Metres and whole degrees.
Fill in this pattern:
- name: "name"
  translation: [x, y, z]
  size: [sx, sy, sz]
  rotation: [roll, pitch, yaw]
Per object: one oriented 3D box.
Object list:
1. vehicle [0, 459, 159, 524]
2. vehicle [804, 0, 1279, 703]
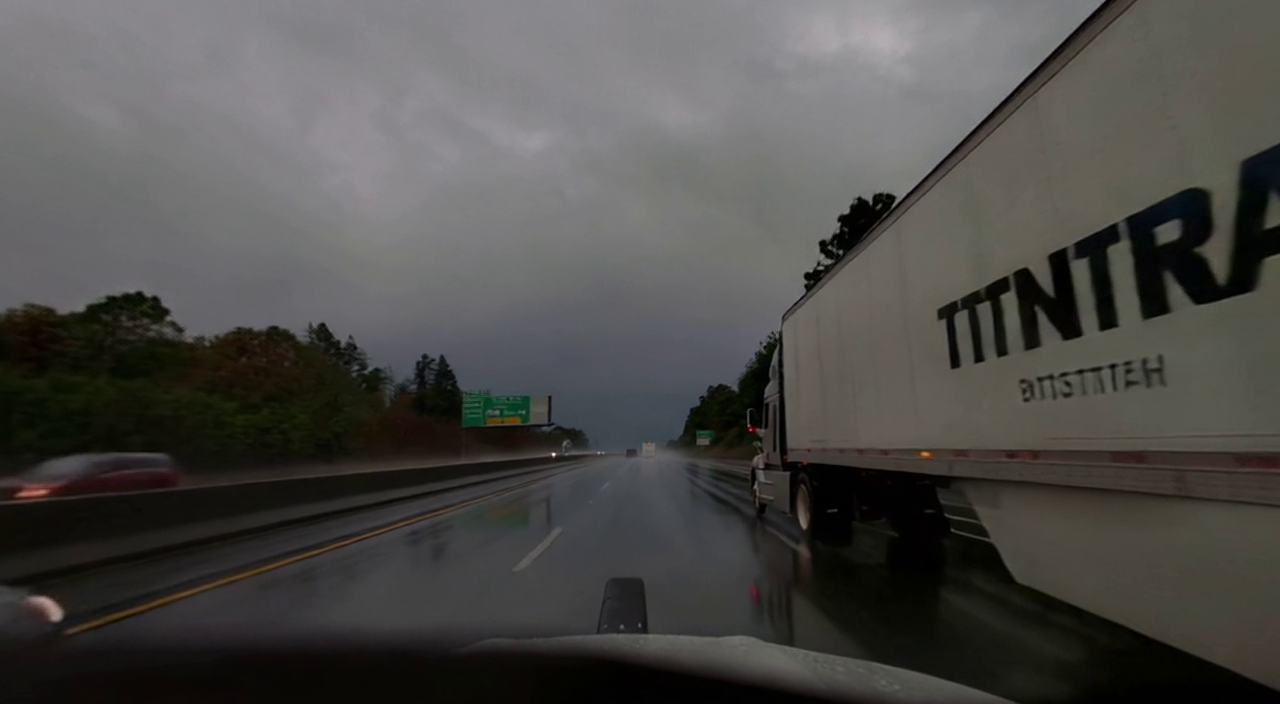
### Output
- name: "vehicle"
  translation: [-15.148, 3.594, 16.688]
  size: [1.889, 1.458, 3.634]
  rotation: [0, -9, 0]
- name: "vehicle"
  translation: [4.020, -0.307, 2.367]
  size: [2.947, 4.020, 14.220]
  rotation: [0, -9, 0]
